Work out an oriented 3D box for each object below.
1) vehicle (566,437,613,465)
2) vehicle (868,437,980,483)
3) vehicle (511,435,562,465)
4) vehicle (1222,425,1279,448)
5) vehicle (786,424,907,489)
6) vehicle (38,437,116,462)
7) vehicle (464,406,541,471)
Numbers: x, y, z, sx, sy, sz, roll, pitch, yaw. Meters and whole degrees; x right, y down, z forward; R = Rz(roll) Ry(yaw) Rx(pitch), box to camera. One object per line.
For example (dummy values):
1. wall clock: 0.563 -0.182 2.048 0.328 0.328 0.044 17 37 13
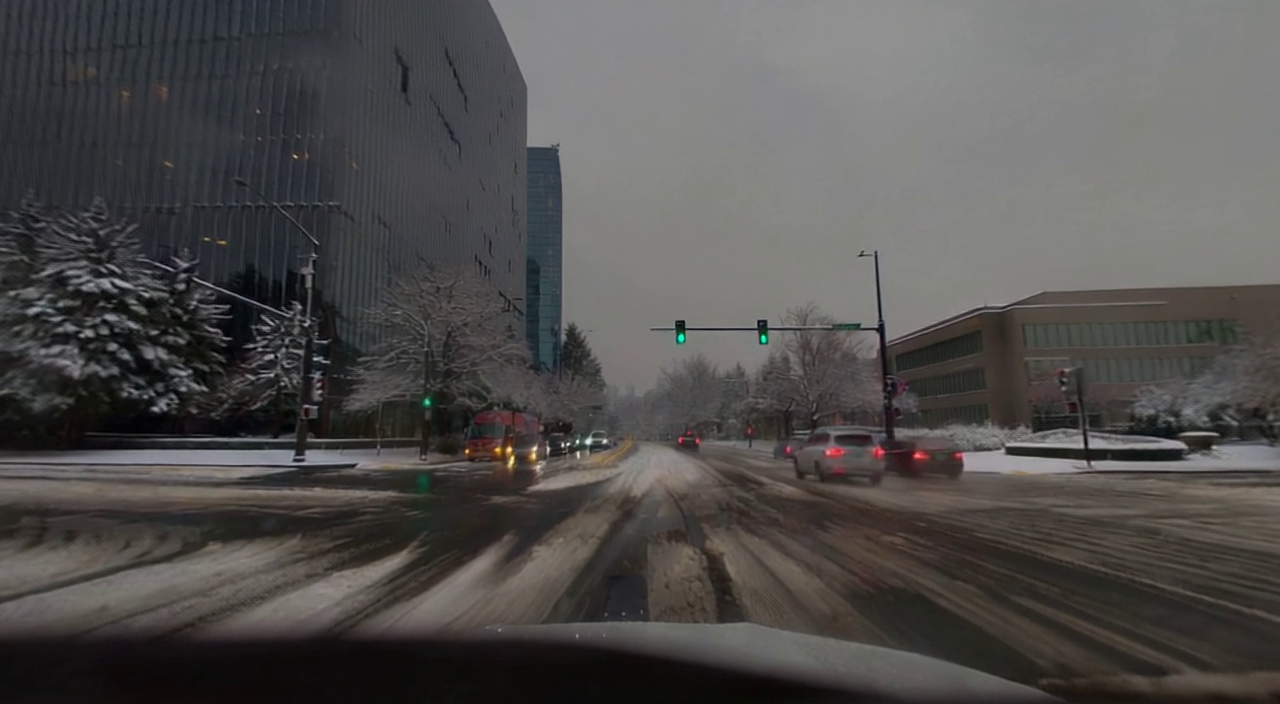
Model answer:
1. vehicle: -2.758 5.592 35.569 2.147 1.481 4.331 0 -9 2
2. vehicle: 9.959 3.822 22.433 1.896 1.463 4.296 0 -9 -1
3. vehicle: -6.051 5.794 37.295 2.182 1.677 4.384 0 -9 1
4. vehicle: 45.657 6.163 45.701 4.438 1.644 1.873 0 -8 3
5. vehicle: 6.133 3.178 19.368 2.098 1.723 4.881 0 -9 0
6. vehicle: -35.501 6.160 39.682 1.628 1.448 3.621 1 -9 -2
7. vehicle: -9.173 5.728 43.019 3.191 3.314 7.914 -6 -2 0
